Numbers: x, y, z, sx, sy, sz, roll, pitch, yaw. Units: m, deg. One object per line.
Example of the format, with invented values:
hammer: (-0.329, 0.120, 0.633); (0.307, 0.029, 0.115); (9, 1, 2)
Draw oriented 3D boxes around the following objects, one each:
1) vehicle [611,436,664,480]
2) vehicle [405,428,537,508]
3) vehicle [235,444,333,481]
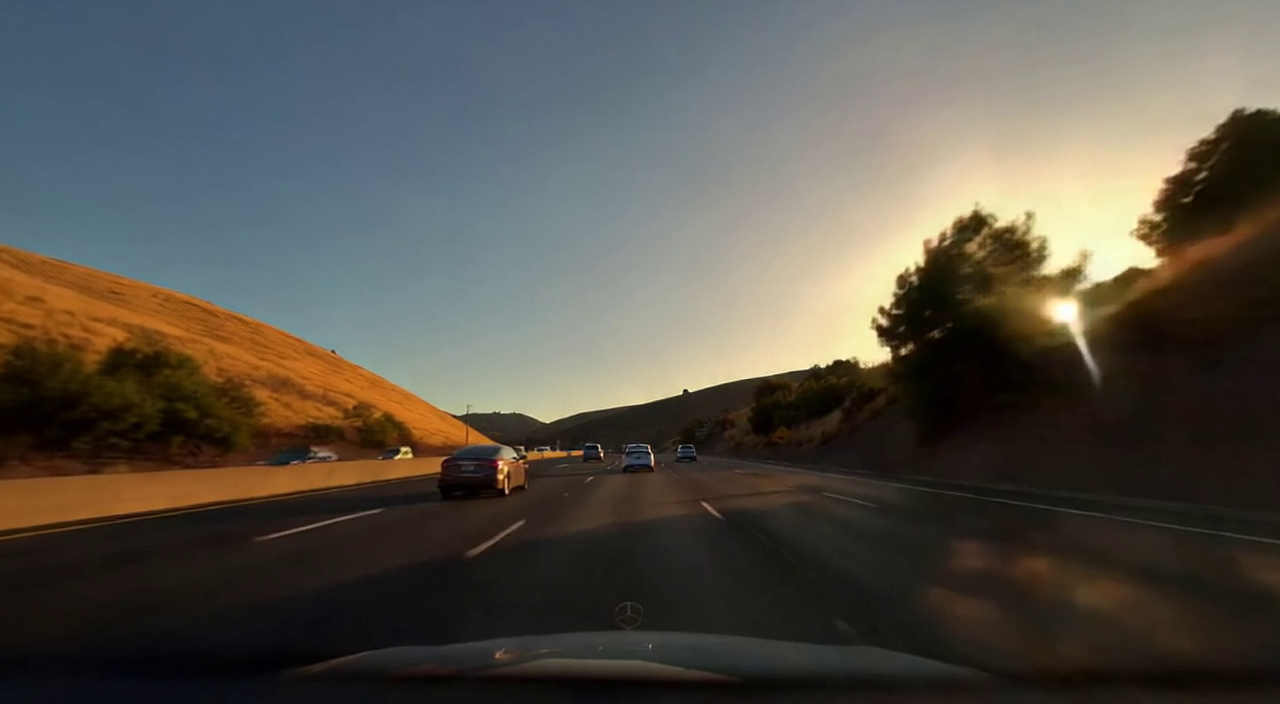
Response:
vehicle: (-0.083, 4.503, 27.028); (2.086, 1.685, 4.206); (0, -8, 0)
vehicle: (-3.969, 2.796, 15.644); (2.076, 1.690, 4.113); (0, -8, 1)
vehicle: (-15.858, 4.918, 28.365); (1.819, 1.494, 4.366); (0, -8, 1)
